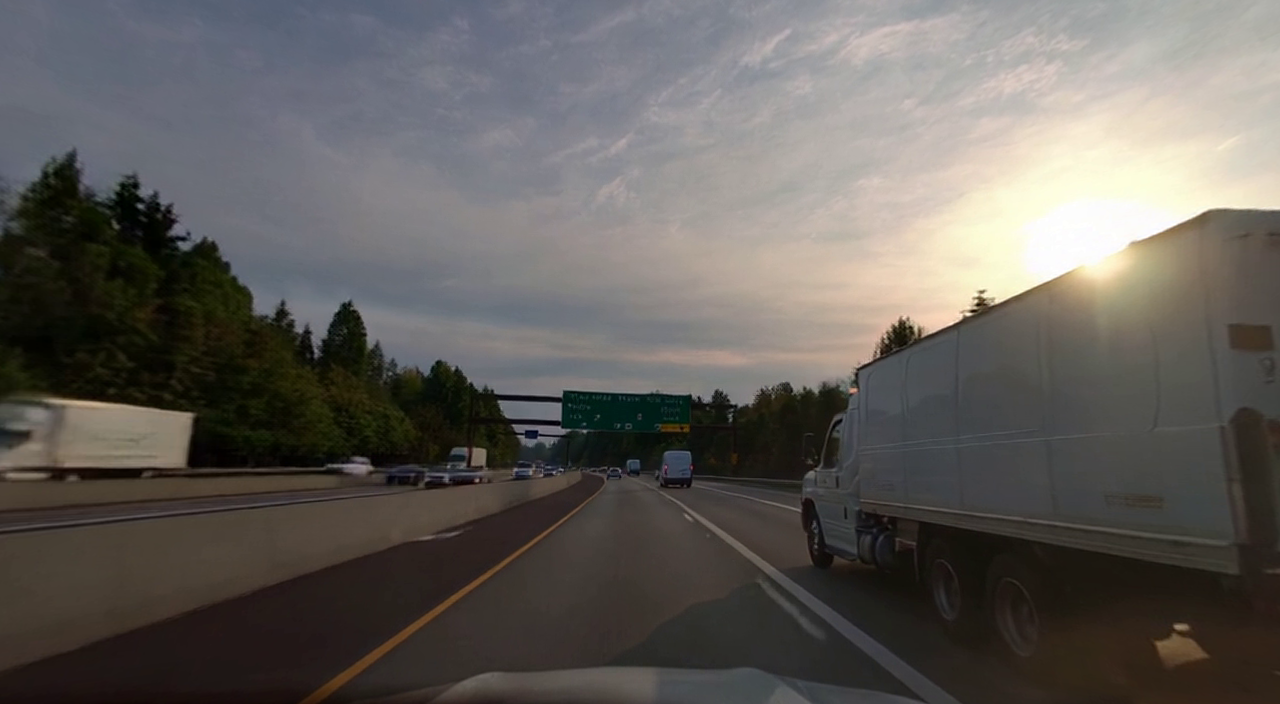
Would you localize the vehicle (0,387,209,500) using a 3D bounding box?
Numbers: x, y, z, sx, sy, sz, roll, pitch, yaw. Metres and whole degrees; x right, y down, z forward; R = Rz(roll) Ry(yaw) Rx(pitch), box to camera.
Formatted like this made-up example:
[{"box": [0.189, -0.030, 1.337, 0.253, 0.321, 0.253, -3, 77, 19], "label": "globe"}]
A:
[{"box": [-22.493, 3.795, 24.945, 2.722, 3.659, 11.187, 1, -10, 0], "label": "vehicle"}]

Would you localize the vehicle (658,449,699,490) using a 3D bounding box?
[{"box": [2.624, 8.308, 44.357, 2.291, 2.639, 5.280, 1, -10, -3], "label": "vehicle"}]

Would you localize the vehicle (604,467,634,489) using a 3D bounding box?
[{"box": [-1.566, 9.362, 46.783, 2.106, 1.524, 4.381, 1, -10, -1], "label": "vehicle"}]

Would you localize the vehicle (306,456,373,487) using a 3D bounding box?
[{"box": [-18.223, 7.260, 38.295, 1.935, 1.757, 4.412, 1, -10, -1], "label": "vehicle"}]

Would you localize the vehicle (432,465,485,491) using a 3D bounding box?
[{"box": [-10.754, 7.486, 37.525, 1.934, 1.439, 4.241, 1, -10, 0], "label": "vehicle"}]

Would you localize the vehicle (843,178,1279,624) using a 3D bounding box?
[{"box": [7.382, 1.398, 10.955, 2.866, 4.102, 14.351, 1, -10, 0], "label": "vehicle"}]
